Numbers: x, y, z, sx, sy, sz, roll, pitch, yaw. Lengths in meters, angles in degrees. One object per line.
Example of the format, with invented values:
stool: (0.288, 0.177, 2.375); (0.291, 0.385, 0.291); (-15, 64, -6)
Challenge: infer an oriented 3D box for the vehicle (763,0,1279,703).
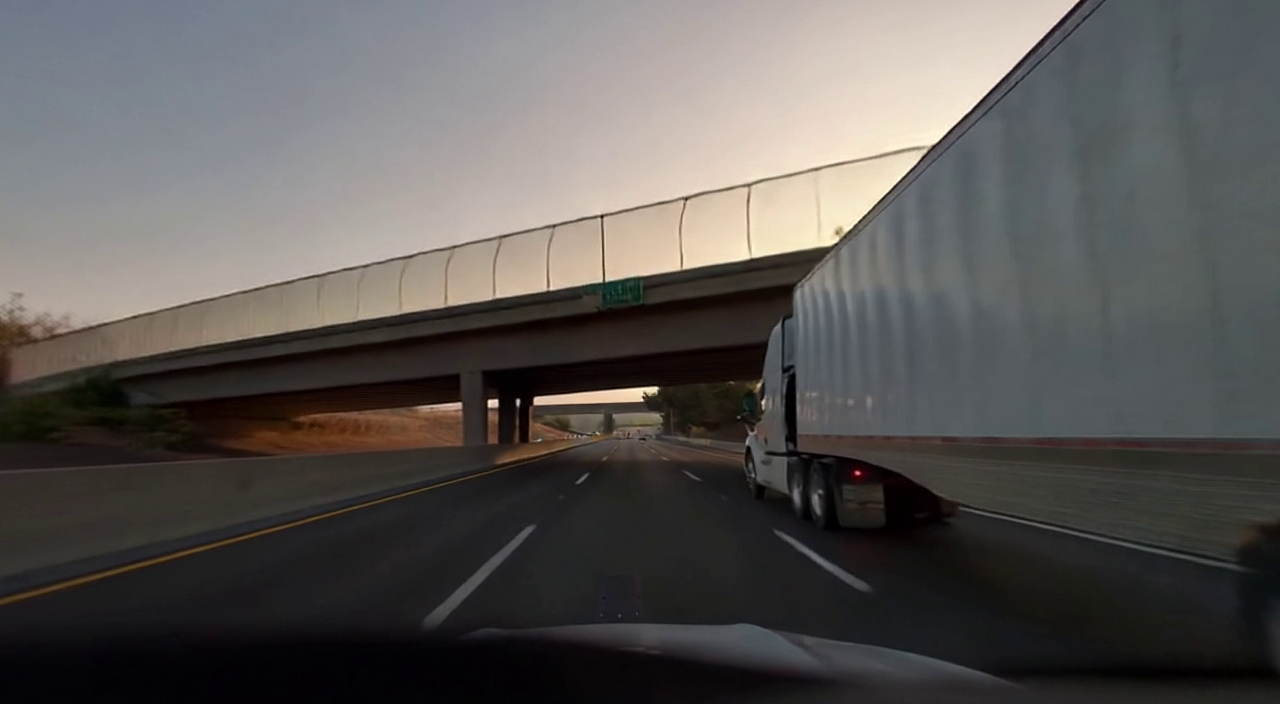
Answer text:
vehicle: (4.050, 0.021, 5.306); (2.920, 4.029, 13.900); (0, -8, -1)
